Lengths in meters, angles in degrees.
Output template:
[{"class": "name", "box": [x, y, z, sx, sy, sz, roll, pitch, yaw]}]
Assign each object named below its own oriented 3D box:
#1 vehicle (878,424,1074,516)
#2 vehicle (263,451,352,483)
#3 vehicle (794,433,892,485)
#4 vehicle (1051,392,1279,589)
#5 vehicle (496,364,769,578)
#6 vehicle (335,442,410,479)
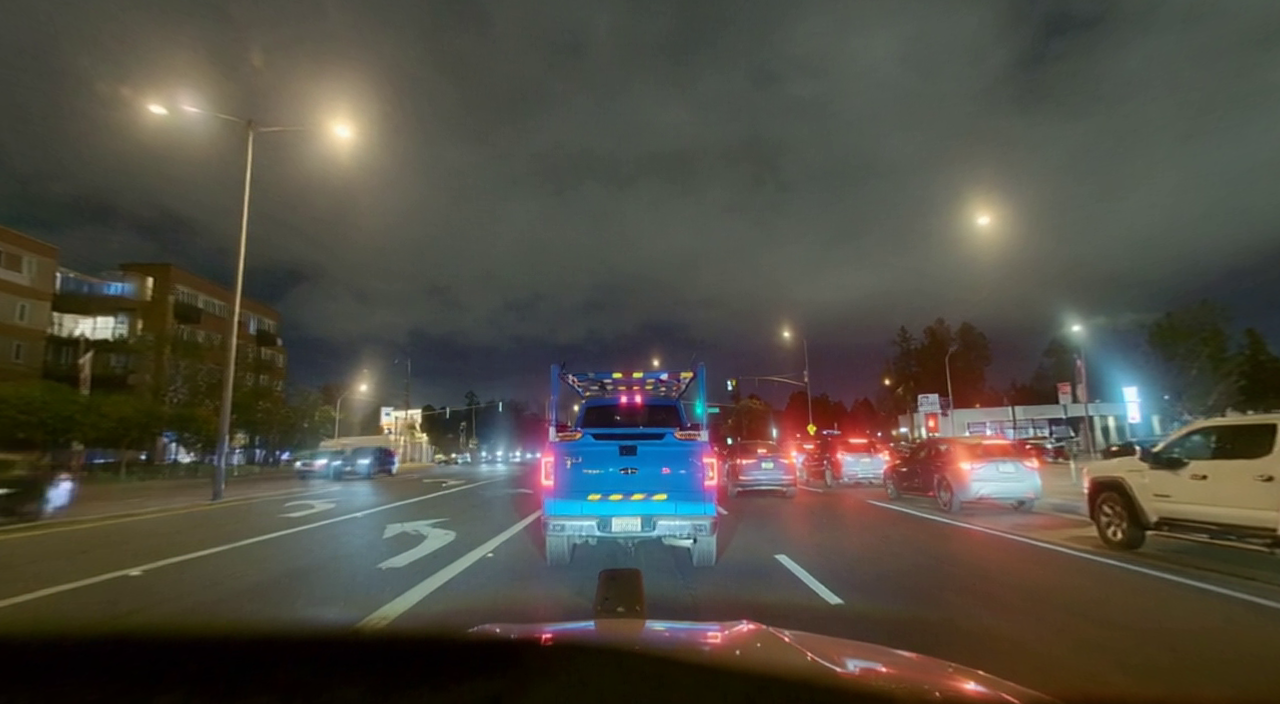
[{"class": "vehicle", "box": [7.066, 2.517, 13.941, 1.931, 1.692, 4.267, 0, -9, 0]}, {"class": "vehicle", "box": [-15.613, 5.381, 29.929, 1.854, 1.364, 4.357, 0, -9, 0]}, {"class": "vehicle", "box": [7.071, 3.779, 22.572, 1.953, 1.665, 4.327, 0, -9, -2]}, {"class": "vehicle", "box": [6.827, 1.380, 6.559, 2.023, 1.771, 4.488, 0, -9, -1]}, {"class": "vehicle", "box": [-0.115, 1.591, 9.188, 2.682, 2.117, 5.706, 0, -9, -1]}, {"class": "vehicle", "box": [-12.060, 4.907, 28.742, 1.781, 1.558, 3.688, 0, -9, -1]}]
